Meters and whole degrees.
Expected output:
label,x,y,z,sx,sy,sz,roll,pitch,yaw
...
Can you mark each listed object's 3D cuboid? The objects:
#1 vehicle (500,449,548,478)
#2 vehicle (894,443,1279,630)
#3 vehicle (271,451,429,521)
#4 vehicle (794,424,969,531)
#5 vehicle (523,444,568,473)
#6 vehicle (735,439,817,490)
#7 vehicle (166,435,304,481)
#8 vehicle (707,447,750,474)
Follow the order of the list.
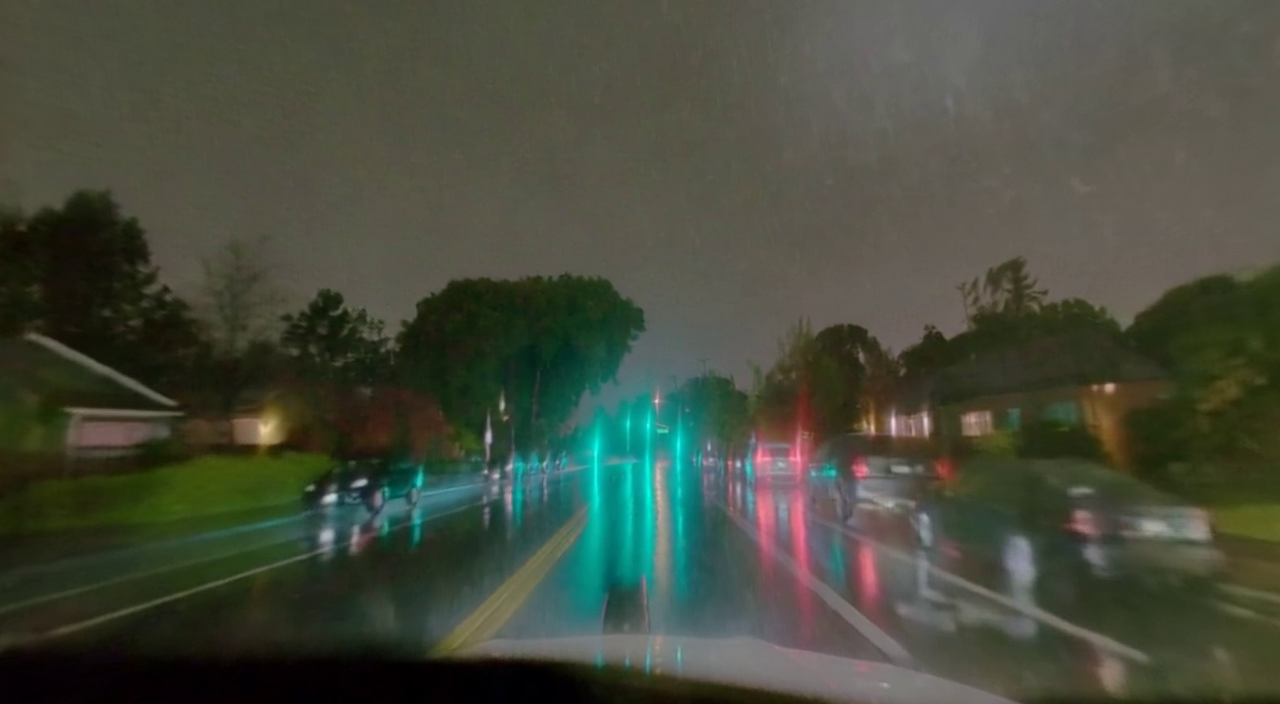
label,x,y,z,sx,sy,sz,roll,pitch,yaw
vehicle,-6.932,6.709,38.180,1.971,1.479,4.307,-1,-8,2
vehicle,4.699,1.788,7.248,1.704,1.445,4.492,0,-8,0
vehicle,-7.211,3.348,16.314,1.903,1.463,4.526,-1,-8,1
vehicle,4.741,2.504,13.241,2.089,1.831,4.492,-1,-8,3
vehicle,-6.504,7.401,44.018,2.218,1.807,5.032,-2,-8,2
vehicle,5.042,4.237,24.117,2.137,1.747,4.797,0,-8,1
vehicle,-18.071,4.704,28.235,4.886,1.936,2.108,-1,-8,8
vehicle,5.155,6.395,37.386,2.048,1.469,4.673,0,-8,2
